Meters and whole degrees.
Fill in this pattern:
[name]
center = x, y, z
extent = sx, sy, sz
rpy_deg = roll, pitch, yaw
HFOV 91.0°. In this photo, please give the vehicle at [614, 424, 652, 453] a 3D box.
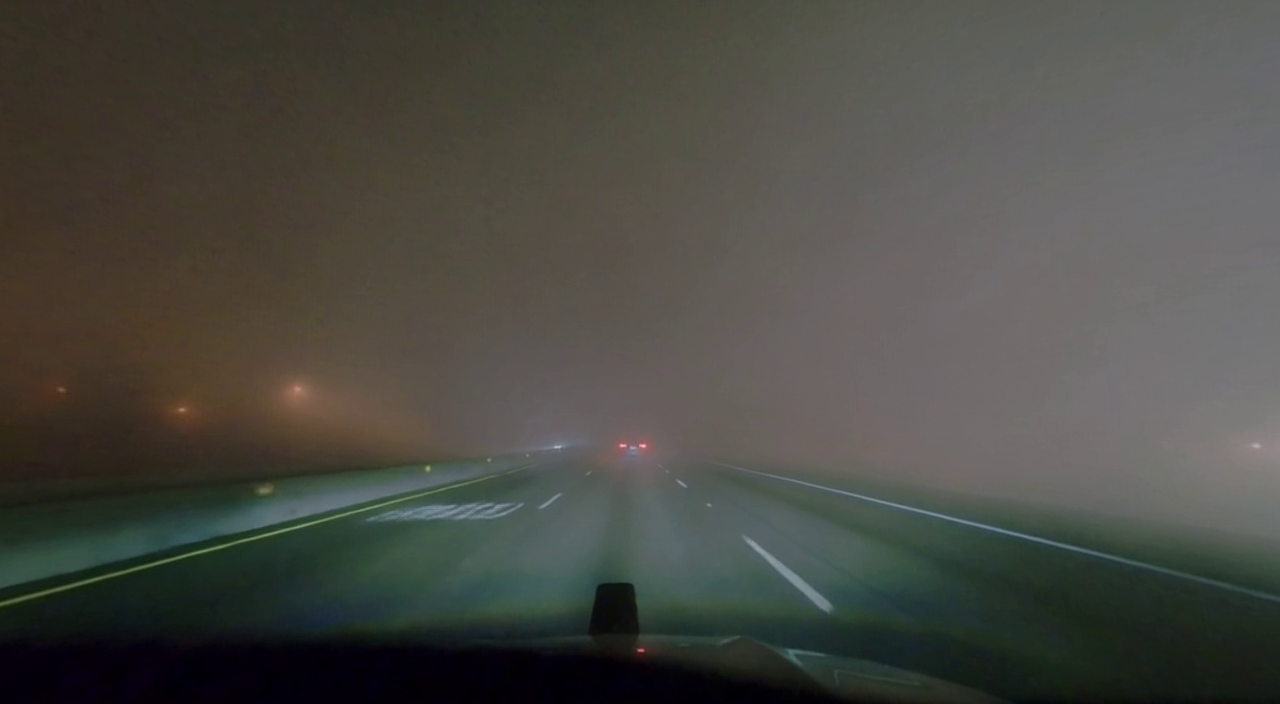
[vehicle]
center = -0.491, 5.309, 38.701
extent = 2.157, 1.647, 4.524
rpy_deg = 0, -8, -3
